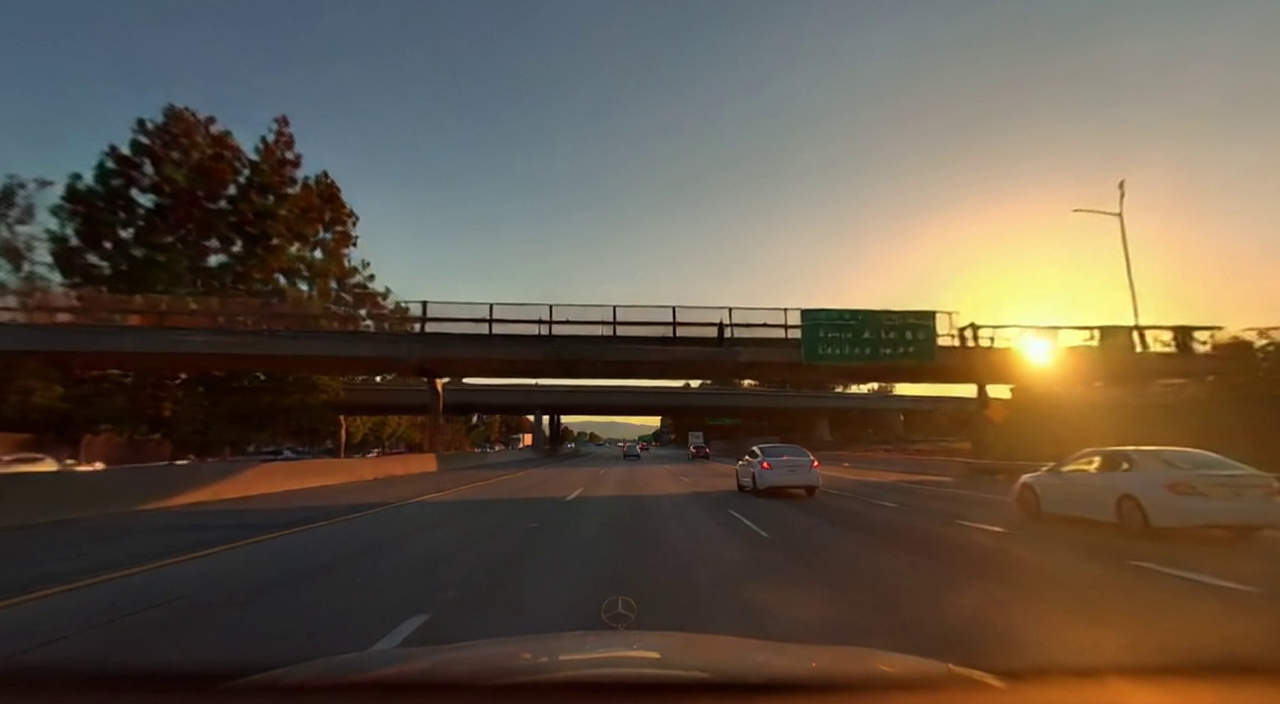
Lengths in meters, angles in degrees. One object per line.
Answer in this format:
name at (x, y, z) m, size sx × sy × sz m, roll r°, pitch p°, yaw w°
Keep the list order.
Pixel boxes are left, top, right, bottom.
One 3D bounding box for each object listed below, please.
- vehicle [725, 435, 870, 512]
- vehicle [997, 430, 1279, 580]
vehicle at (3.374, 2.716, 14.616) m, size 2.076 × 1.472 × 4.562 m, roll 0°, pitch -8°, yaw -1°
vehicle at (7.248, 1.885, 8.702) m, size 1.946 × 1.497 × 4.467 m, roll 0°, pitch -9°, yaw -1°
